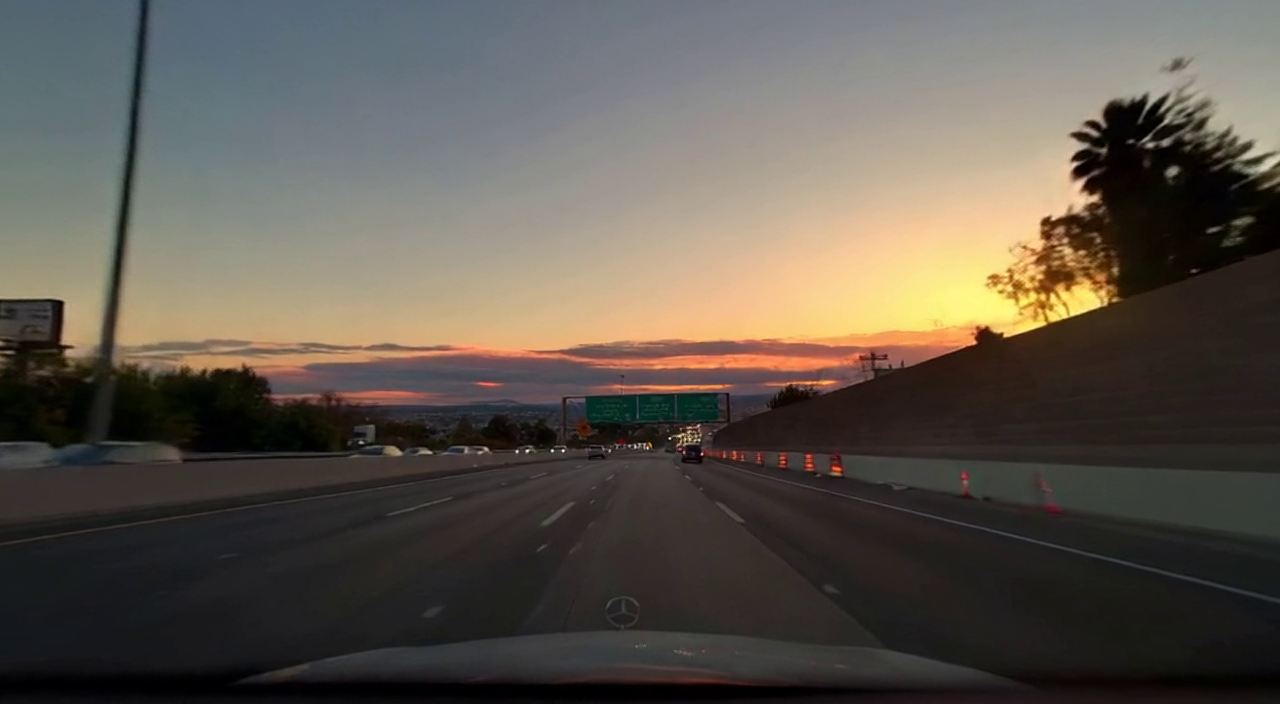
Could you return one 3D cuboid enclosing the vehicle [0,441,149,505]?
[{"bbox_3d":[-16.345,3.246,17.264,1.937,1.515,4.594,-1,-9,2],"label":"vehicle"}]

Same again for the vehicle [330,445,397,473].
[{"bbox_3d":[-16.186,6.289,37.115,1.871,1.485,4.332,-1,-9,2],"label":"vehicle"}]
